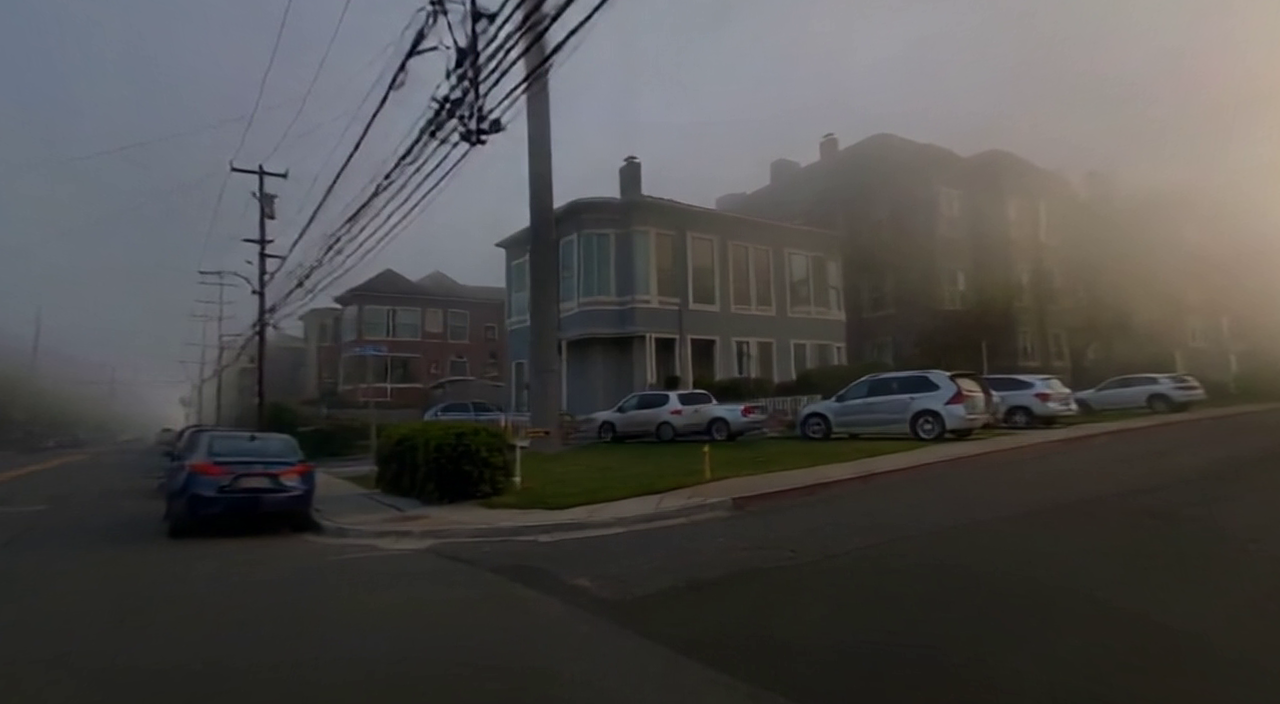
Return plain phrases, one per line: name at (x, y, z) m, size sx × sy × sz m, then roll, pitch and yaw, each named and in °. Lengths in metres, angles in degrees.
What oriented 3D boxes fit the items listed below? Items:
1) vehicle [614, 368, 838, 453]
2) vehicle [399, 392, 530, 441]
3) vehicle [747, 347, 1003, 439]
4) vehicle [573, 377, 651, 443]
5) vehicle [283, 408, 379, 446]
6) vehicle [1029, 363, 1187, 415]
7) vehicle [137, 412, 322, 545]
vehicle at (1.917, 1.414, 14.260) m, size 4.648 × 1.659 × 1.897 m, roll -4°, pitch -9°, yaw 23°
vehicle at (-7.487, 2.814, 26.667) m, size 5.778 × 1.875 × 2.152 m, roll -6°, pitch -9°, yaw 36°
vehicle at (5.676, 1.164, 15.782) m, size 5.514 × 1.976 × 2.153 m, roll -3°, pitch -9°, yaw 20°
vehicle at (-0.773, 1.790, 18.488) m, size 2.003 × 1.695 × 4.195 m, roll 0°, pitch -8°, yaw -1°
vehicle at (-17.366, 4.177, 35.552) m, size 4.520 × 1.608 × 1.714 m, roll -2°, pitch -1°, yaw -39°
vehicle at (18.009, 1.499, 24.571) m, size 4.450 × 1.707 × 1.902 m, roll -4°, pitch -9°, yaw 20°
vehicle at (-6.414, 1.824, 9.766) m, size 1.914 × 1.591 × 3.892 m, roll 5°, pitch -10°, yaw -36°
